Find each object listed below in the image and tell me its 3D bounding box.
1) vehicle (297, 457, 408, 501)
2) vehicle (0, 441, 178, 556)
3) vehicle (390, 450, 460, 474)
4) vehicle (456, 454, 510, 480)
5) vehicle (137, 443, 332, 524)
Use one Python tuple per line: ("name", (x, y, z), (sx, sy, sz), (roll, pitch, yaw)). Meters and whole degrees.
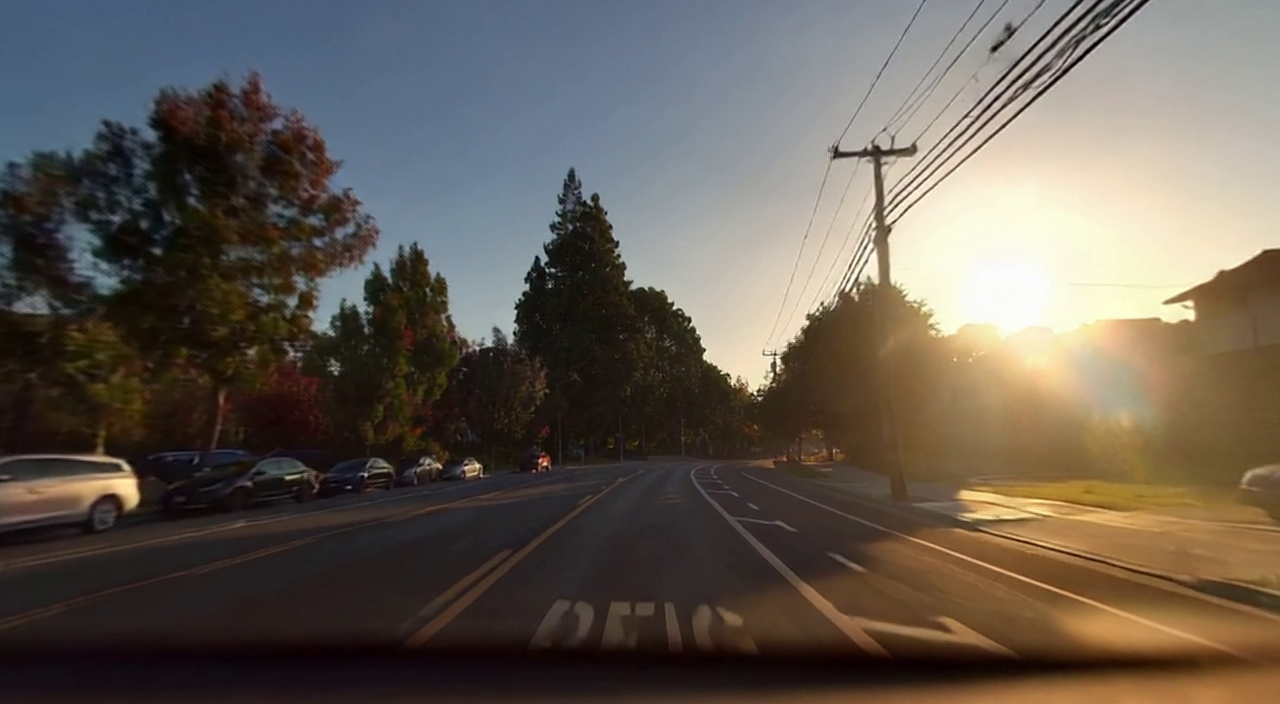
("vehicle", (-11.192, 4.951, 24.910), (1.908, 1.491, 4.627), (-1, -9, 4))
("vehicle", (-11.740, 2.658, 11.472), (2.225, 1.887, 5.672), (-3, -9, 1))
("vehicle", (-15.719, 8.060, 46.171), (4.411, 1.737, 1.950), (0, -9, -3))
("vehicle", (-10.120, 7.452, 40.959), (1.945, 1.514, 4.635), (-1, -9, 6))
("vehicle", (-11.610, 3.776, 18.696), (2.114, 1.925, 5.449), (-3, -9, 1))
